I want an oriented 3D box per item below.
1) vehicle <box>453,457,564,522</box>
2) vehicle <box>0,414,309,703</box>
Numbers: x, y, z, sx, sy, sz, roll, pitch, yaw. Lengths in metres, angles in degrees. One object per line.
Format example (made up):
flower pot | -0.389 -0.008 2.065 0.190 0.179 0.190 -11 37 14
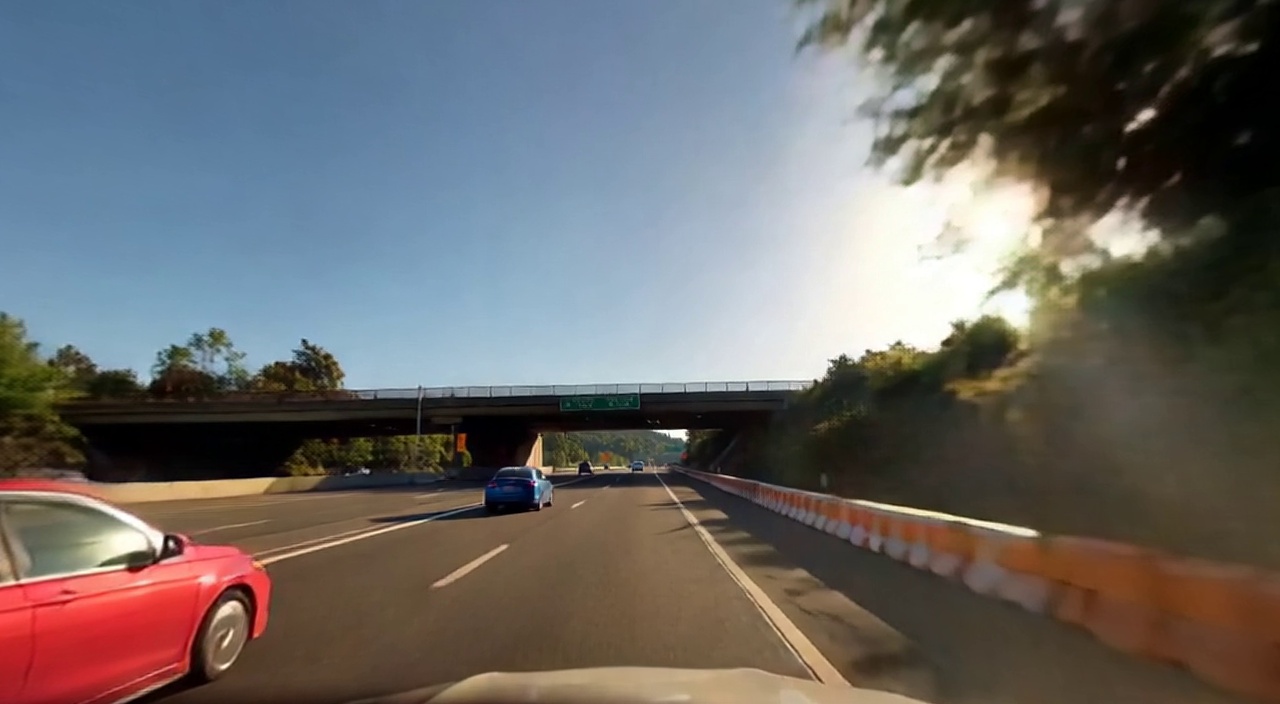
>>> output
vehicle | -3.268 3.525 16.499 1.992 1.466 3.690 0 -10 2
vehicle | -3.653 0.969 2.358 2.023 1.507 5.082 1 -10 0
